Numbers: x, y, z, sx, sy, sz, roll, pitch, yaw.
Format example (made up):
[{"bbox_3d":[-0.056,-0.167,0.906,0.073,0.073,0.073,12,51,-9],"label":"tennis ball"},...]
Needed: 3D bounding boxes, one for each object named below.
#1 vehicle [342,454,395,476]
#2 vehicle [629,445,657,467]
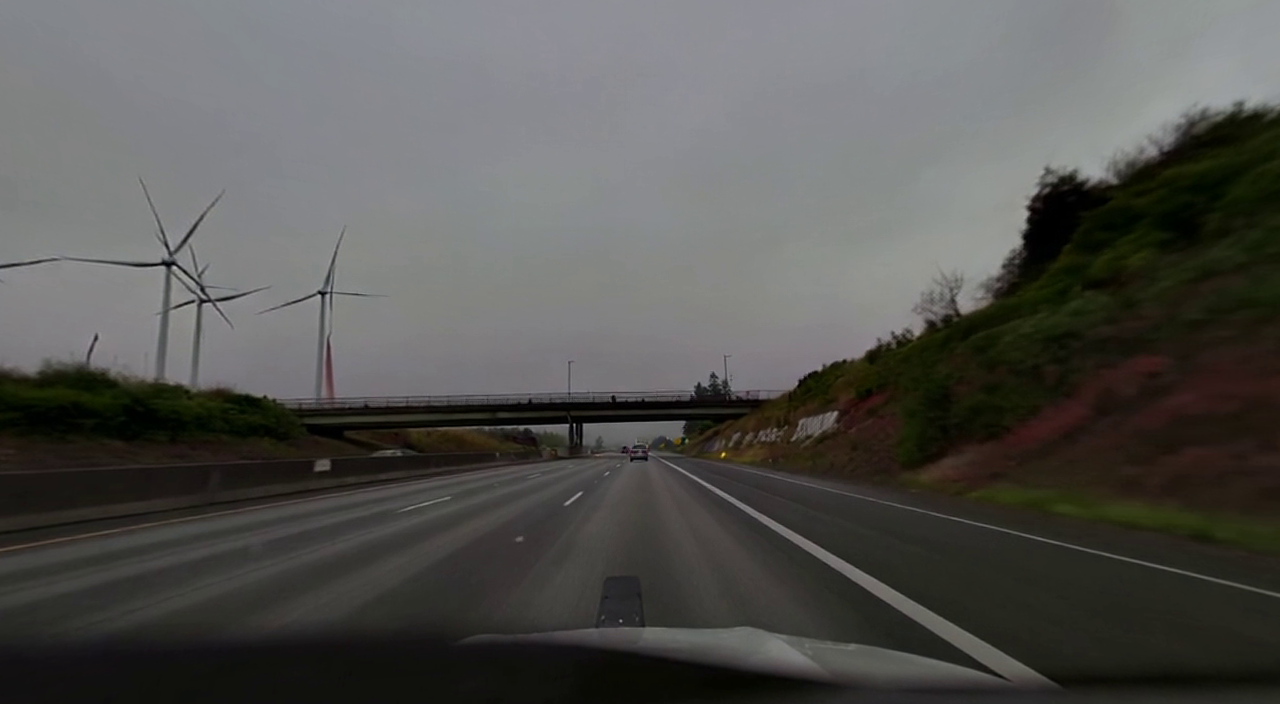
[{"bbox_3d":[-19.068,7.974,44.538,1.783,1.432,4.354,0,-9,1],"label":"vehicle"},{"bbox_3d":[0.181,7.250,44.117,1.870,1.481,4.234,0,-9,0],"label":"vehicle"}]
